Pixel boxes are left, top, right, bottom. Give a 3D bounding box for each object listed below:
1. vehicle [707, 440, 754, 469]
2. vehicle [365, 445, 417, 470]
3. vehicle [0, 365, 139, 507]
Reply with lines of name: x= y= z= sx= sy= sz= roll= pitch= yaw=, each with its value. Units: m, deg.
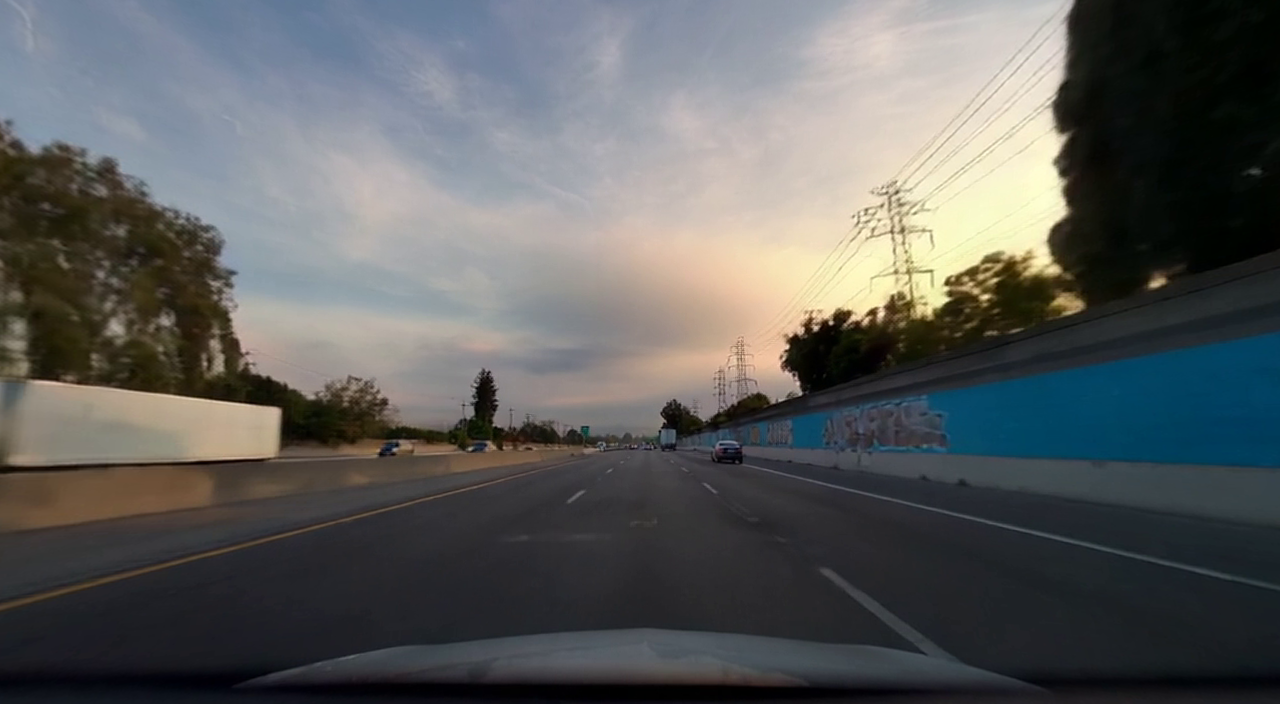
vehicle: x=4.952 y=5.637 z=34.872 sx=1.991 sy=1.494 sz=3.951 roll=0 pitch=-8 yaw=0
vehicle: x=-18.841 y=7.949 z=47.752 sx=2.011 sy=1.816 sz=4.516 roll=0 pitch=-8 yaw=1
vehicle: x=-19.112 y=2.547 z=18.848 sx=2.965 sy=3.866 sz=6.042 roll=0 pitch=-8 yaw=0
